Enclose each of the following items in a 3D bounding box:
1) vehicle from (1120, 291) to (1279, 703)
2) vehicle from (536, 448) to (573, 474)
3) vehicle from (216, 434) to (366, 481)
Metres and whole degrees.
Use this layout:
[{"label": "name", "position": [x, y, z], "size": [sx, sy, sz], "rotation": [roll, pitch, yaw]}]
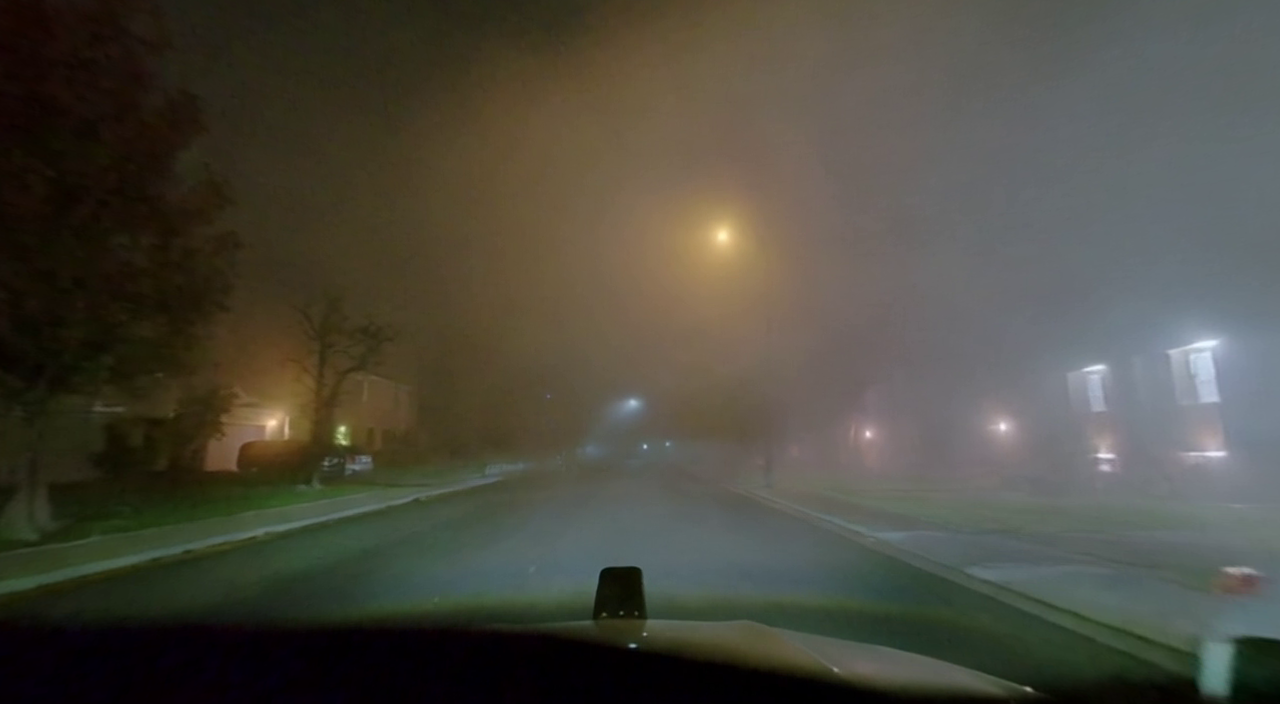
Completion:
[{"label": "vehicle", "position": [3.161, 0.502, 0.183], "size": [2.122, 1.997, 4.800], "rotation": [0, -9, -1]}, {"label": "vehicle", "position": [-6.025, 7.742, 44.548], "size": [1.998, 1.742, 4.210], "rotation": [0, -9, 1]}, {"label": "vehicle", "position": [-14.429, 4.392, 26.234], "size": [4.928, 1.844, 2.163], "rotation": [0, -9, -3]}]
